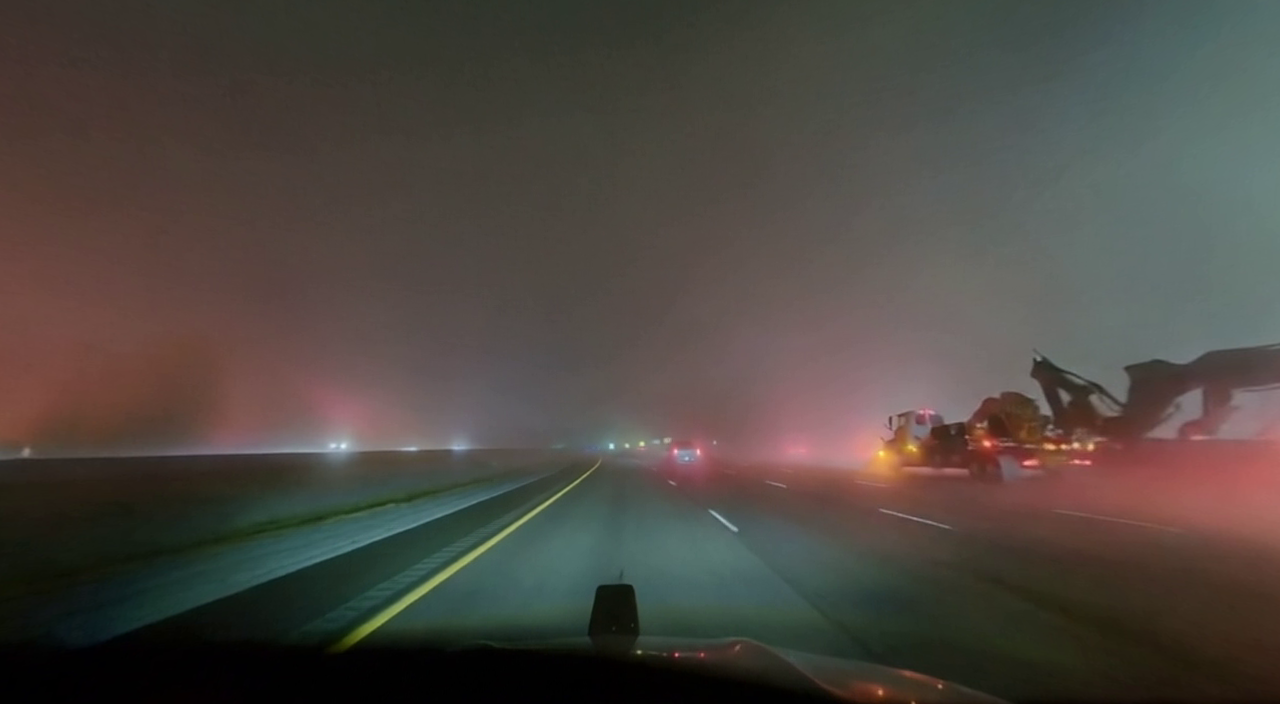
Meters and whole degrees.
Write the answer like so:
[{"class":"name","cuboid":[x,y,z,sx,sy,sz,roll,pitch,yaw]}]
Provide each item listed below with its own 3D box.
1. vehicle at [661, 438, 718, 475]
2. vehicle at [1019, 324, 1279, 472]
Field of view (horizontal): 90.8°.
[{"class":"vehicle","cuboid":[2.400,5.283,32.123,2.305,1.729,4.526,1,-8,-3]},{"class":"vehicle","cuboid":[14.057,1.462,16.906,3.476,3.195,6.407,1,-8,-4]}]
